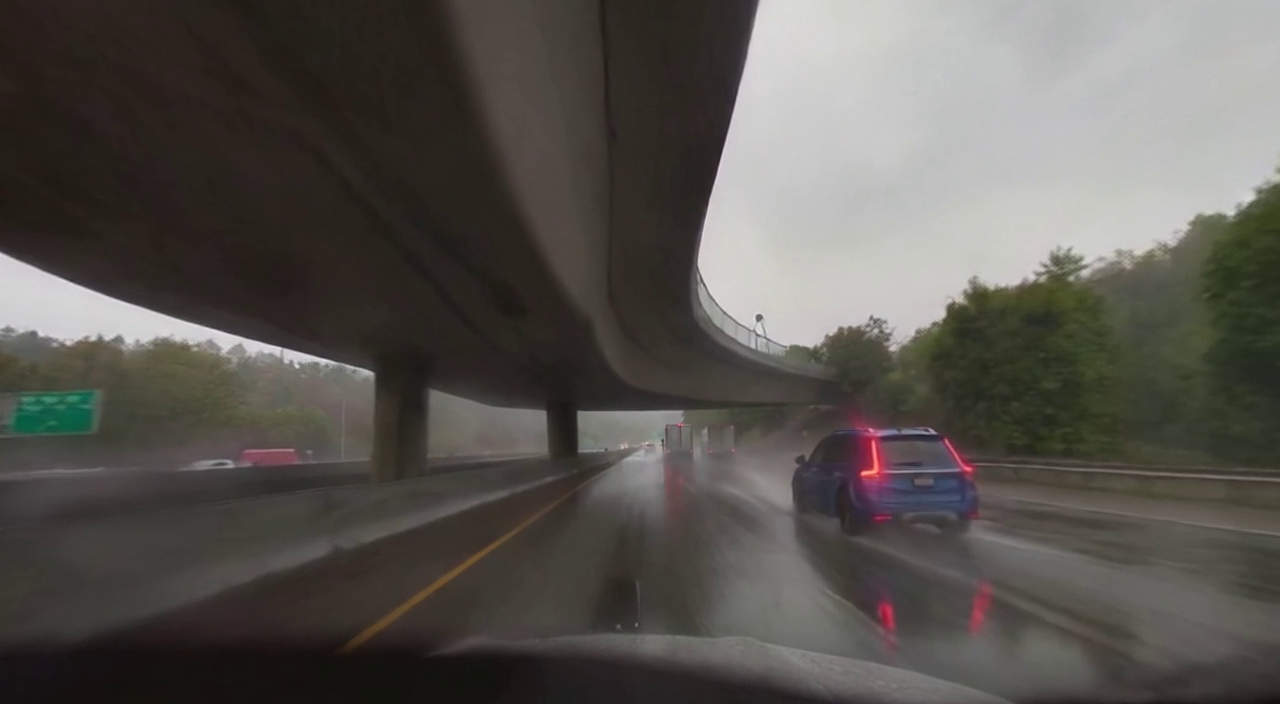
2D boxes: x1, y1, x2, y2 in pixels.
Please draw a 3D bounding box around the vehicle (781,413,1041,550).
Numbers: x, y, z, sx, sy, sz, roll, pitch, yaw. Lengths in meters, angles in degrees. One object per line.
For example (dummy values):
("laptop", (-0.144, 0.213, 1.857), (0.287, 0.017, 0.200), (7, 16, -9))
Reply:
("vehicle", (3.924, 1.959, 10.208), (2.148, 1.691, 4.443), (0, -9, -1))
